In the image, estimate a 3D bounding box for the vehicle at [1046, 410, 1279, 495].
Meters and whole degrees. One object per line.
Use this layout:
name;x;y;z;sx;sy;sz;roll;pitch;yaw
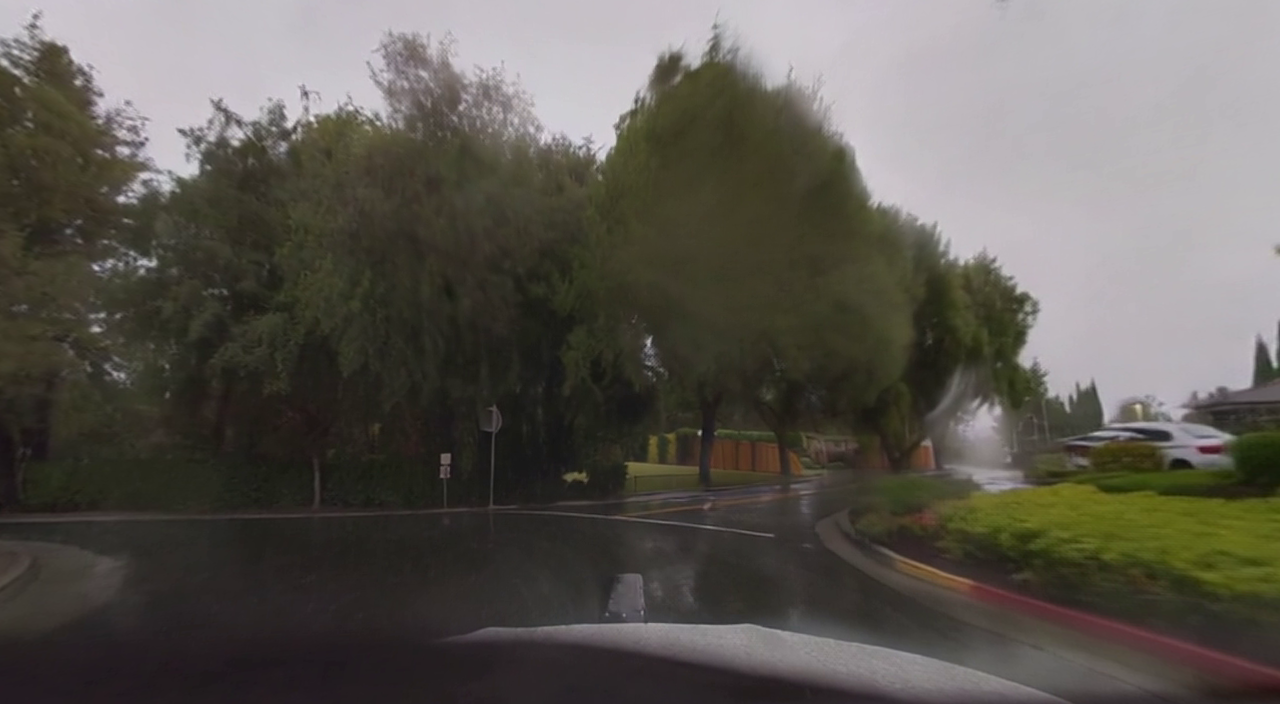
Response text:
vehicle;13.228;2.468;15.773;2.023;1.756;4.799;3;-9;-19

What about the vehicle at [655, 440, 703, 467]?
vehicle;2.334;6.184;38.292;1.802;1.548;3.501;3;-10;-17
